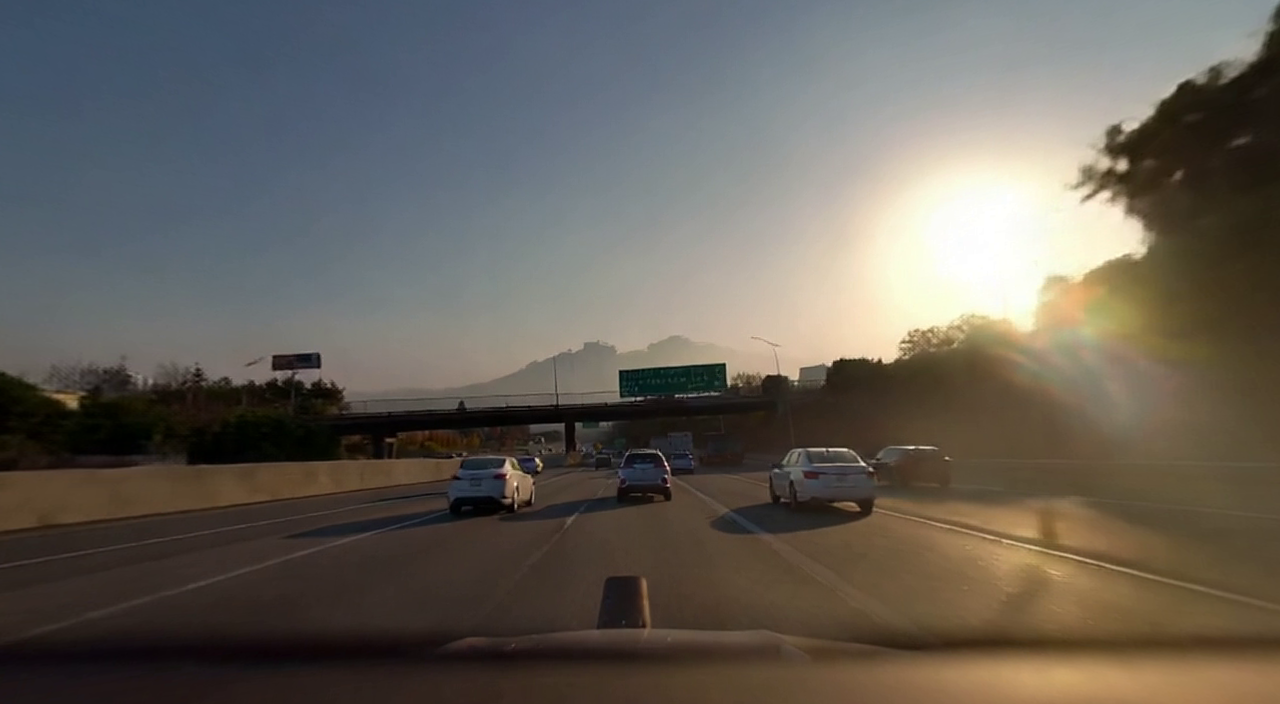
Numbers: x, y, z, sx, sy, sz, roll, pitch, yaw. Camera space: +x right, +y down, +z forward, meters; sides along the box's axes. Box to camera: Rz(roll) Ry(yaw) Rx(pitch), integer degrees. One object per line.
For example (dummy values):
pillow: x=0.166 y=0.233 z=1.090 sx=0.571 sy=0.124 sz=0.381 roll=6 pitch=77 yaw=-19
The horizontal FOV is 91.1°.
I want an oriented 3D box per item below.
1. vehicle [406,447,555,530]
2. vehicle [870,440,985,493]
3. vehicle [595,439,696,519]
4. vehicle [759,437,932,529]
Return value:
vehicle: x=-3.274 y=2.895 z=13.995 sx=2.011 sy=1.510 sz=4.698 roll=0 pitch=-9 yaw=1
vehicle: x=10.589 y=4.222 z=23.582 sx=2.133 sy=1.770 sz=4.537 roll=0 pitch=-9 yaw=0
vehicle: x=0.143 y=2.979 z=15.212 sx=2.099 sy=1.640 sz=4.134 roll=0 pitch=-9 yaw=1
vehicle: x=4.091 y=2.688 z=13.442 sx=2.210 sy=1.625 sz=4.249 roll=0 pitch=-9 yaw=-1
